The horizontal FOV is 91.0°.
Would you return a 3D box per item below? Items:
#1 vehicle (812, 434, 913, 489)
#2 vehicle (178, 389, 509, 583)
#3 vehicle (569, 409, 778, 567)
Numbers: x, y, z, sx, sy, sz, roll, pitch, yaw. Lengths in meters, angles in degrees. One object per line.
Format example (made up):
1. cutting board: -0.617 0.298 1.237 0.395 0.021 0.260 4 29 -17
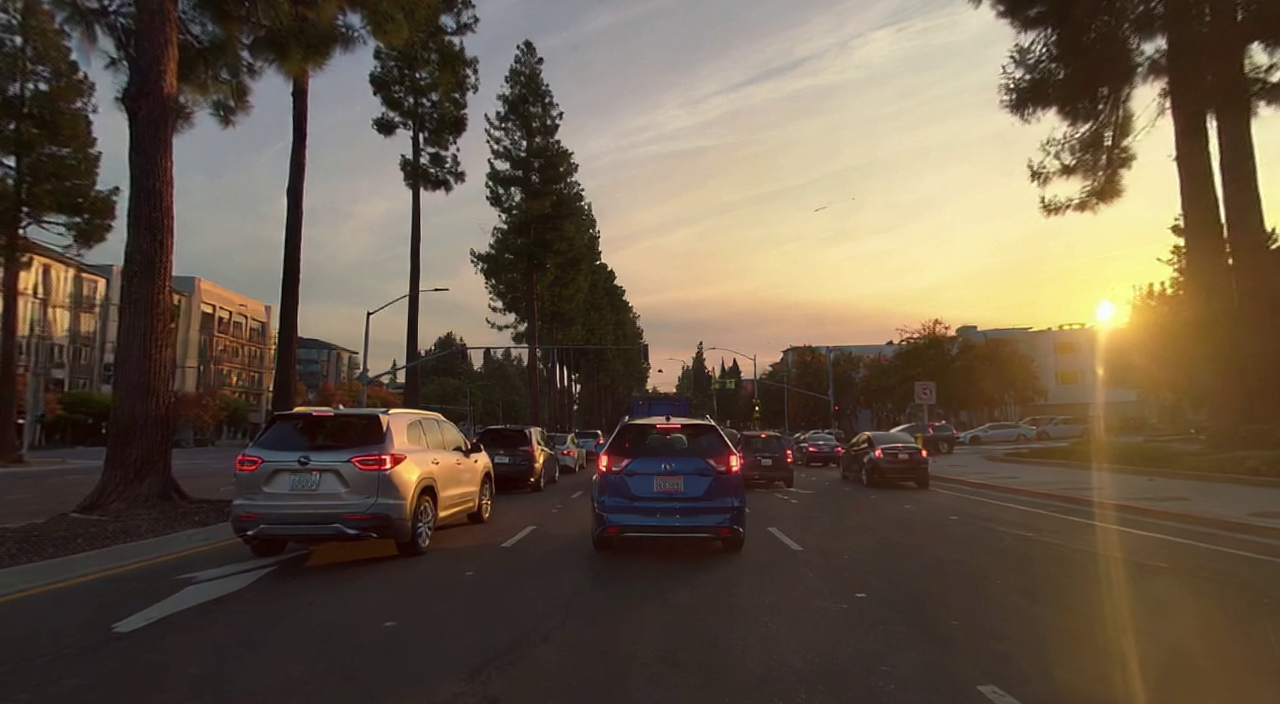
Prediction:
1. vehicle: 7.188 3.554 20.816 2.067 1.599 4.251 -1 -8 5
2. vehicle: -3.249 1.578 8.180 2.085 1.812 4.388 0 -8 1
3. vehicle: 0.381 1.746 8.777 2.189 1.649 4.171 0 -8 1
